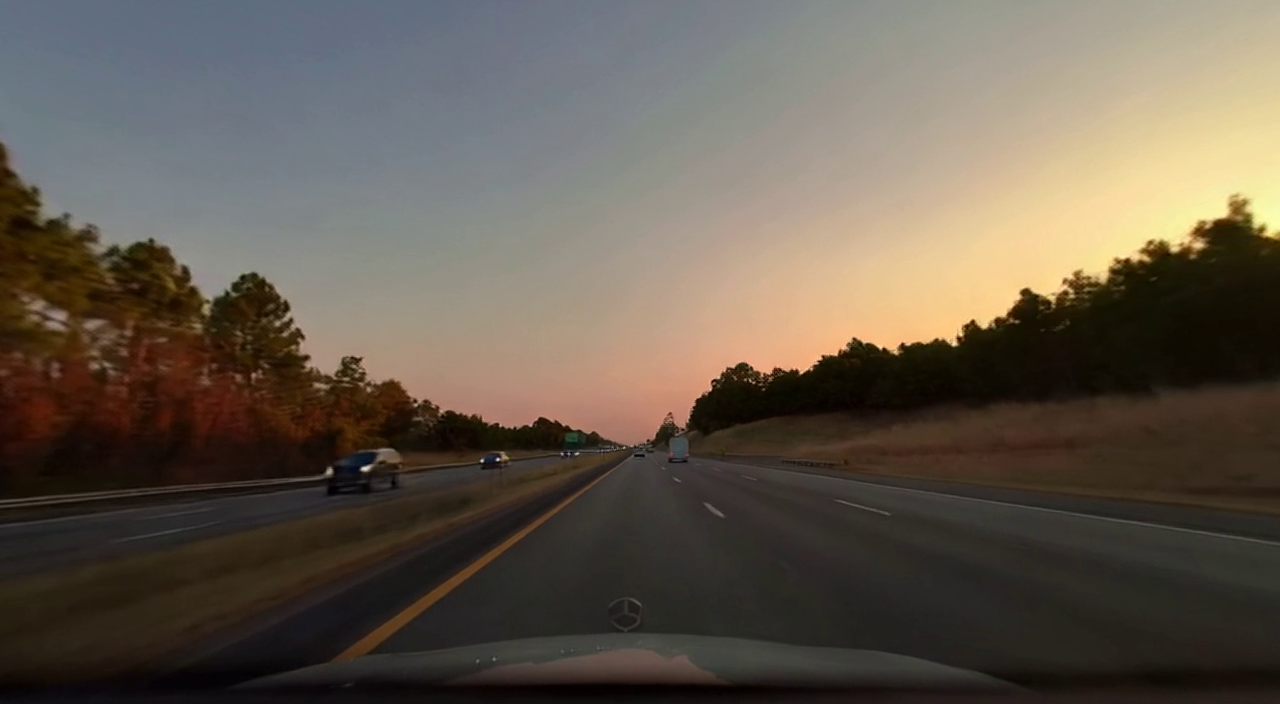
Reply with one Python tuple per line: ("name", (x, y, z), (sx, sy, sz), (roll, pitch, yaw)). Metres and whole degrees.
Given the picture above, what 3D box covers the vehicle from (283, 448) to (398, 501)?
("vehicle", (-11.854, 4.832, 25.491), (2.086, 1.888, 5.105), (0, -9, 0))
